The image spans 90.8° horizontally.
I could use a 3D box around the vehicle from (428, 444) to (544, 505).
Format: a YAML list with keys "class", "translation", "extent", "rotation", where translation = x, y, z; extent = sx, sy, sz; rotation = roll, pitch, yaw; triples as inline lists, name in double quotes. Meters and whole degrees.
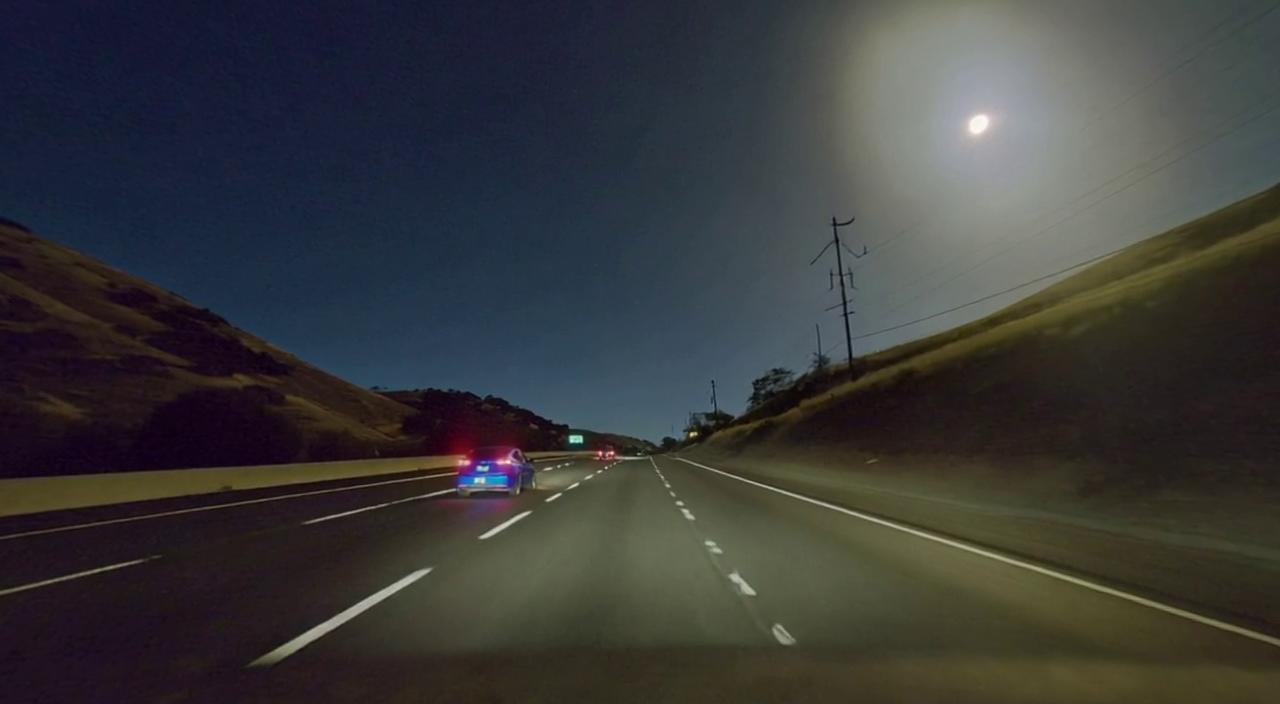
- class: "vehicle"
  translation: [-4.246, 3.458, 18.369]
  extent: [2.064, 1.489, 4.966]
  rotation: [0, -9, 1]
